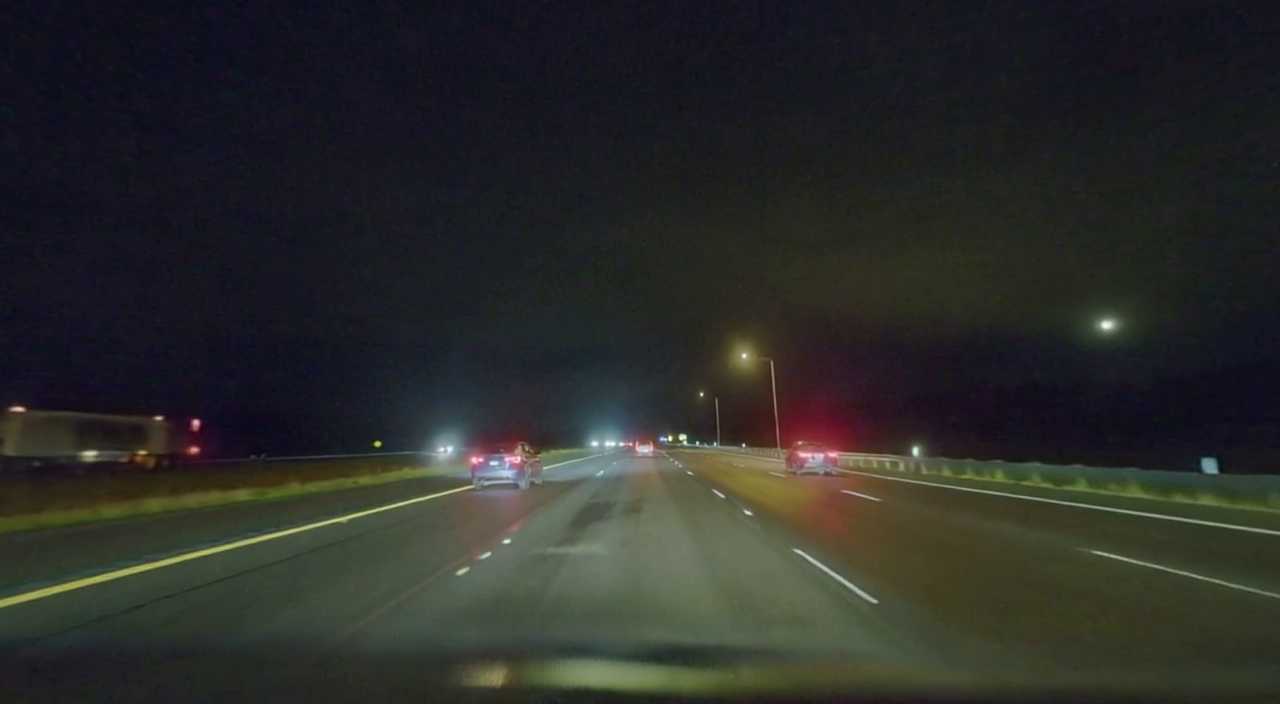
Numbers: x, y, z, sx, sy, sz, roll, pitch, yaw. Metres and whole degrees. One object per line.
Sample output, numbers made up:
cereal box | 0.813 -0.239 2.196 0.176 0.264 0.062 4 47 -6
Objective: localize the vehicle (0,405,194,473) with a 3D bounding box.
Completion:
vehicle | -38.968 6.198 44.090 2.870 3.956 16.880 0 -8 0

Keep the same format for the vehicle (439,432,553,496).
vehicle | -3.815 3.058 17.504 2.050 1.546 4.344 0 -8 1

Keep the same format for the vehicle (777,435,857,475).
vehicle | 7.292 4.309 26.447 1.870 1.493 5.015 0 -8 -1
